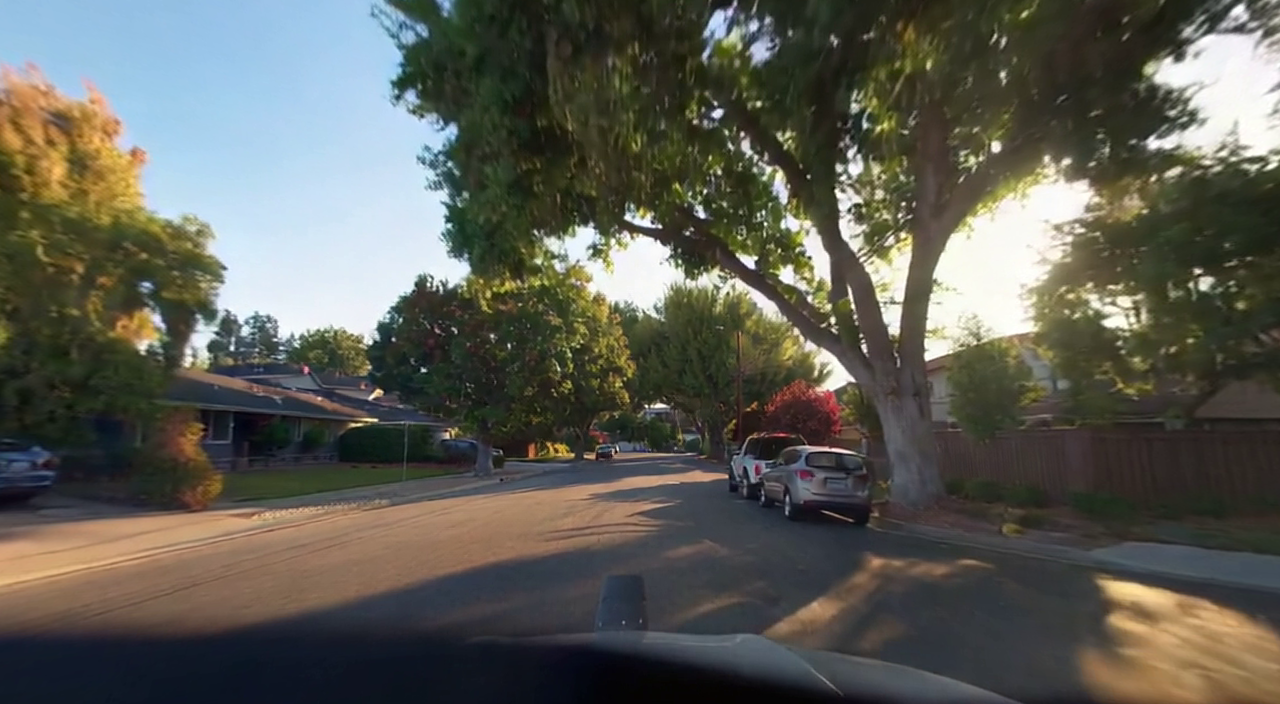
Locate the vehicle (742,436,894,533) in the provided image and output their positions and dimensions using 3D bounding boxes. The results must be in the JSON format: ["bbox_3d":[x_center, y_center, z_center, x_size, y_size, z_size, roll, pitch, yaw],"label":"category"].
[{"bbox_3d":[3.381,2.580,12.880,1.976,1.552,4.442,2,-8,2],"label":"vehicle"}]

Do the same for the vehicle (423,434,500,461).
[{"bbox_3d":[-12.814,6.899,45.358,4.928,1.844,2.163,0,-9,-1],"label":"vehicle"}]
